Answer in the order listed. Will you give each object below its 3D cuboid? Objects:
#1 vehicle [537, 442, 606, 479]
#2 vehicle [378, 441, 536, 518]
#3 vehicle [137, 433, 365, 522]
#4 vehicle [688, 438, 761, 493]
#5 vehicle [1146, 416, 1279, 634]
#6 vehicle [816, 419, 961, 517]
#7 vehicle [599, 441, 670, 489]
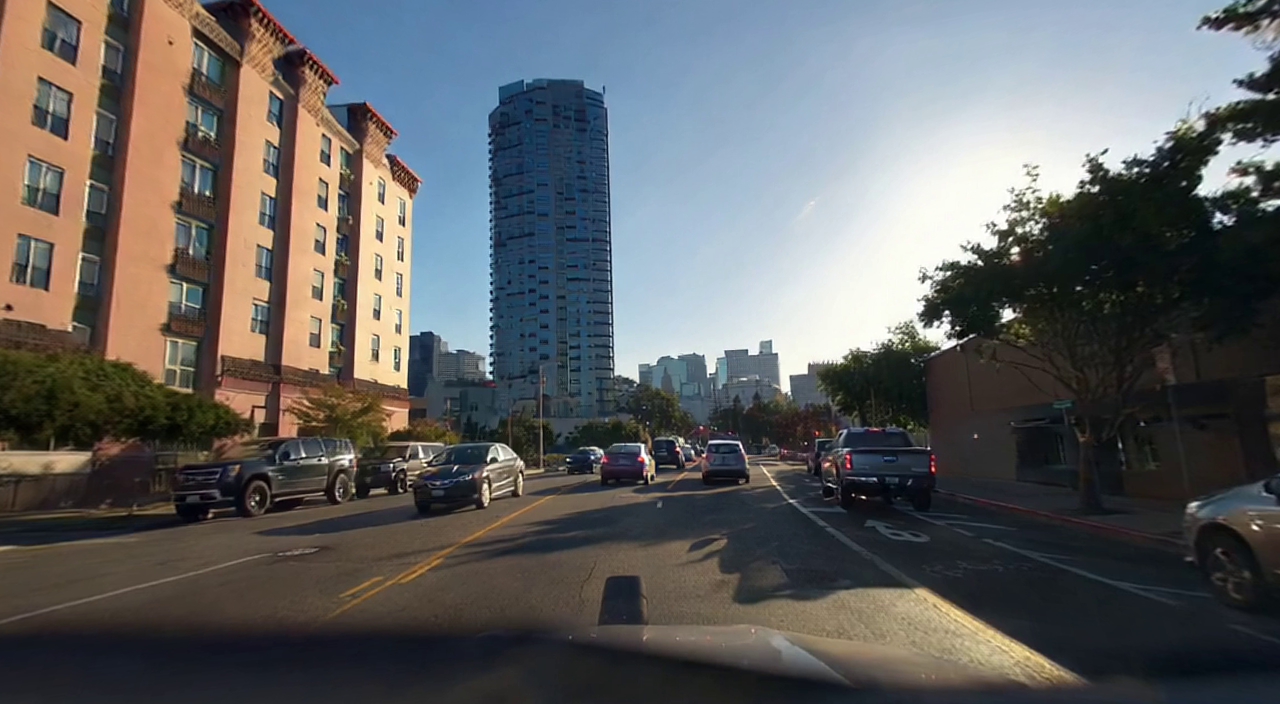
[{"bbox_3d":[-3.063,5.006,29.287,2.086,1.565,4.281,-2,-9,9],"label":"vehicle"},{"bbox_3d":[-3.978,2.843,14.730,2.028,1.478,4.682,-1,-8,4],"label":"vehicle"},{"bbox_3d":[-9.444,3.046,16.009,2.070,1.854,4.985,-2,-8,9],"label":"vehicle"},{"bbox_3d":[2.656,3.435,19.486,1.982,1.510,4.144,-1,-8,9],"label":"vehicle"},{"bbox_3d":[5.216,1.029,3.242,2.028,1.487,4.640,-2,-9,11],"label":"vehicle"},{"bbox_3d":[5.230,2.470,13.971,2.088,1.775,4.454,-2,-9,10],"label":"vehicle"},{"bbox_3d":[-0.094,3.801,21.590,2.031,1.461,3.763,-1,-8,6],"label":"vehicle"}]
